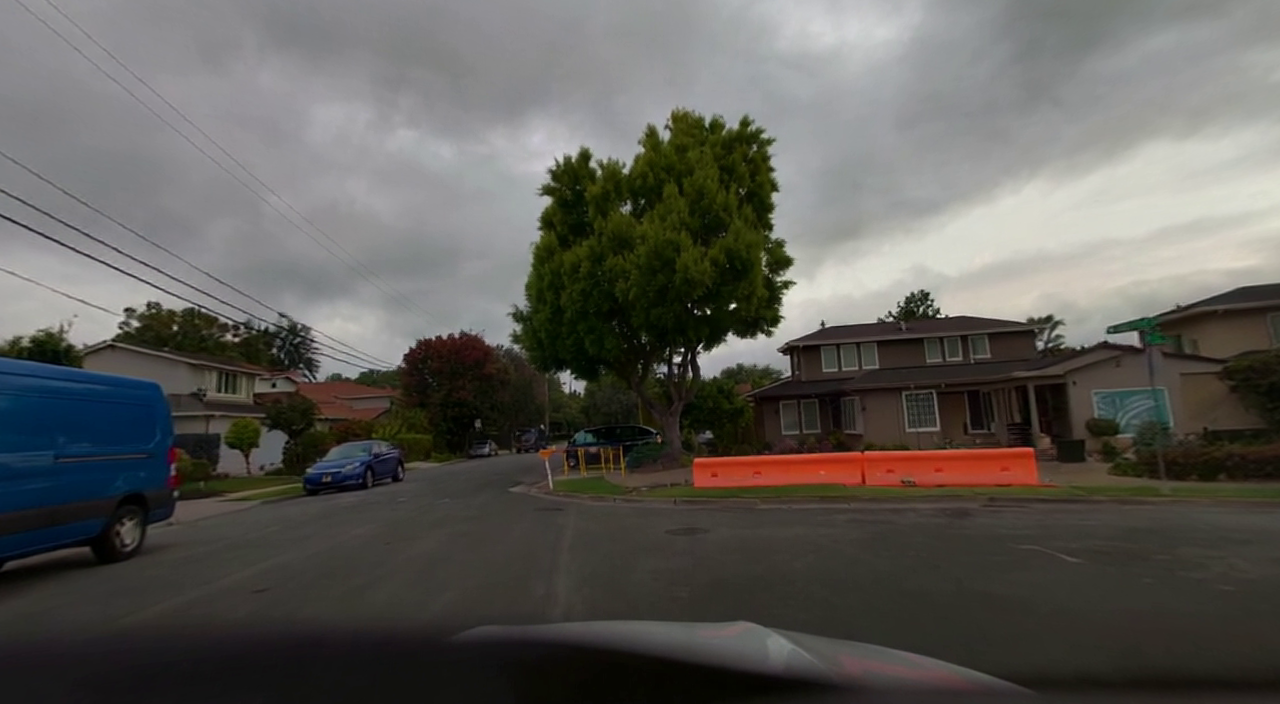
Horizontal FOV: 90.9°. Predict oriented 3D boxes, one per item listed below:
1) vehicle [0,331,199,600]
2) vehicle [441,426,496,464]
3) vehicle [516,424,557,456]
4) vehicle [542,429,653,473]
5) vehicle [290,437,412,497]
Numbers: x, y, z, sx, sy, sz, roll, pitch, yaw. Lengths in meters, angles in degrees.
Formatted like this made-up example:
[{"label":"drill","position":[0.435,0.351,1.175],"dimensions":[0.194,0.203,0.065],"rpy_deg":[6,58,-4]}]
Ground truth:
[{"label":"vehicle","position":[-7.105,1.054,5.411],"dimensions":[2.284,2.500,7.006],"rpy_deg":[-2,-6,-6]},{"label":"vehicle","position":[-9.524,5.202,35.450],"dimensions":[2.042,1.937,4.960],"rpy_deg":[0,-8,-4]},{"label":"vehicle","position":[-6.925,5.957,42.649],"dimensions":[2.219,1.984,4.712],"rpy_deg":[0,-8,-3]},{"label":"vehicle","position":[-1.450,3.546,22.904],"dimensions":[1.827,1.436,4.070],"rpy_deg":[-6,-9,35]},{"label":"vehicle","position":[-8.257,3.271,18.451],"dimensions":[1.899,1.524,4.082],"rpy_deg":[0,-8,-4]}]
